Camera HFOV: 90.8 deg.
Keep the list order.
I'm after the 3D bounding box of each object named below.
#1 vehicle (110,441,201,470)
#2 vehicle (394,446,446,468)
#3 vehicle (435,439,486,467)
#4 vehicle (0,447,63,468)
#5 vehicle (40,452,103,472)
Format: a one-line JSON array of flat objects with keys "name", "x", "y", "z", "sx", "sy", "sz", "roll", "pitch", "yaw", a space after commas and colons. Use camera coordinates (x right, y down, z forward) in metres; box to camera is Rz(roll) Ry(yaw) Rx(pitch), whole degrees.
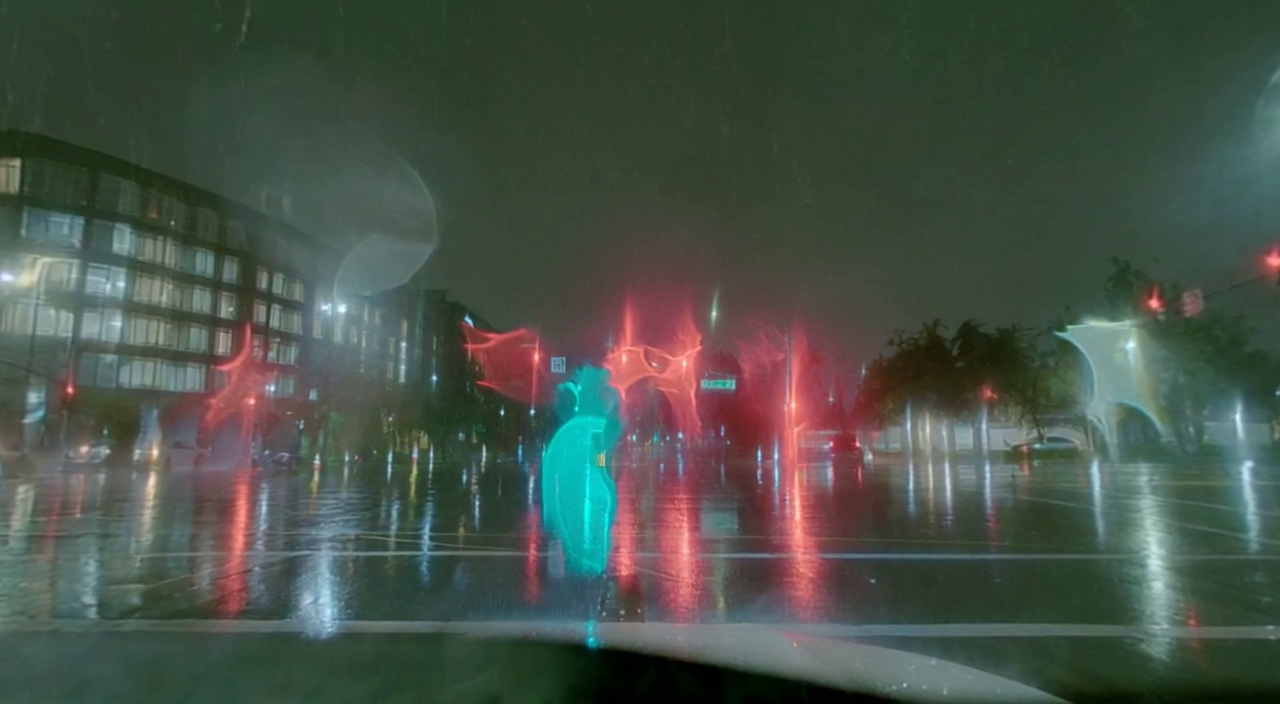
[{"name": "vehicle", "x": -34.911, "y": 7.426, "z": 45.746, "sx": 2.204, "sy": 1.955, "sz": 5.518, "roll": 0, "pitch": -8, "yaw": 0}, {"name": "vehicle", "x": -15.510, "y": 7.419, "z": 44.798, "sx": 2.056, "sy": 1.450, "sz": 4.343, "roll": 0, "pitch": -8, "yaw": 0}, {"name": "vehicle", "x": -11.974, "y": 6.771, "z": 42.405, "sx": 2.080, "sy": 1.763, "sz": 4.341, "roll": 0, "pitch": -8, "yaw": 1}, {"name": "vehicle", "x": -45.258, "y": 7.773, "z": 46.602, "sx": 1.858, "sy": 1.467, "sz": 3.624, "roll": 0, "pitch": -8, "yaw": 1}, {"name": "vehicle", "x": -41.606, "y": 8.037, "z": 46.320, "sx": 1.552, "sy": 1.339, "sz": 3.340, "roll": -2, "pitch": -9, "yaw": -1}]
